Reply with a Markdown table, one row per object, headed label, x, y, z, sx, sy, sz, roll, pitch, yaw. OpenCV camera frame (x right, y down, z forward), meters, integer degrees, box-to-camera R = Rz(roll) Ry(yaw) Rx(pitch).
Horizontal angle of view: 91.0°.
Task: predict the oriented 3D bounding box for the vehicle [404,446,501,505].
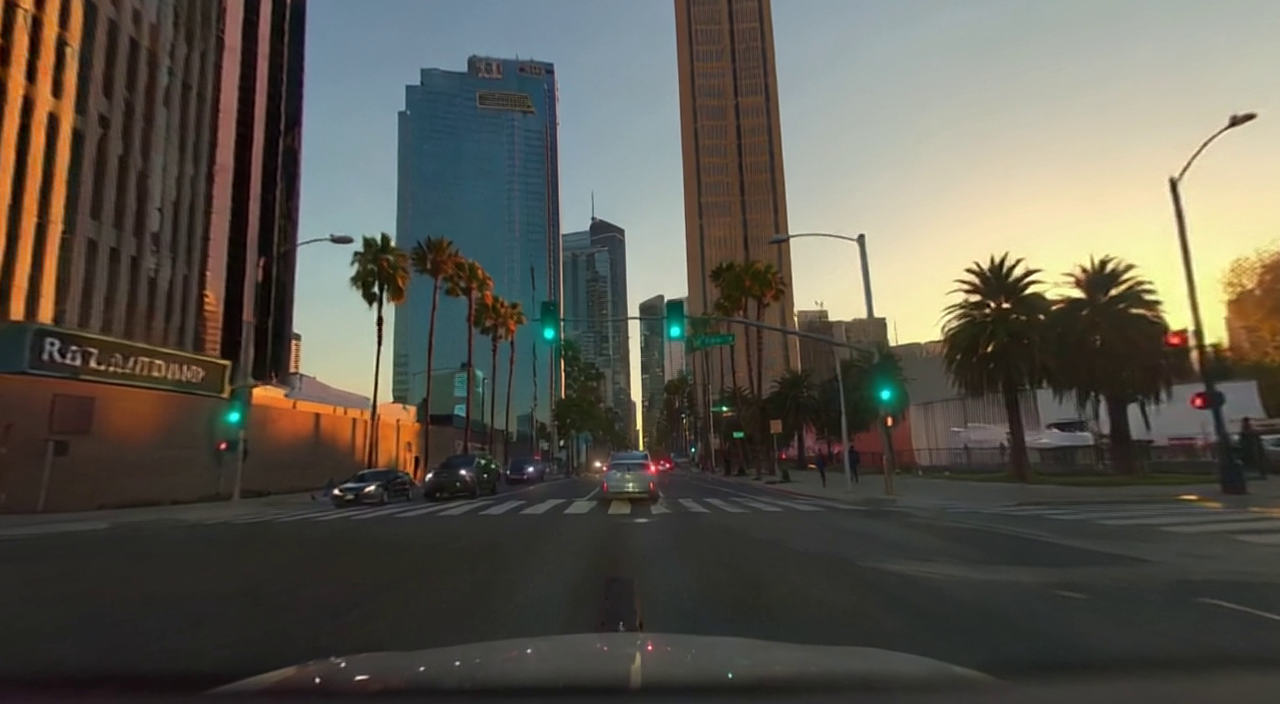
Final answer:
| label | x | y | z | sx | sy | sz | roll | pitch | yaw |
| --- | --- | --- | --- | --- | --- | --- | --- | --- | --- |
| vehicle | -6.690 | 4.421 | 23.087 | 2.070 | 1.893 | 4.738 | 0 | -9 | 0 |

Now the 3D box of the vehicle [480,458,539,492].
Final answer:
| label | x | y | z | sx | sy | sz | roll | pitch | yaw |
| --- | --- | --- | --- | --- | --- | --- | --- | --- | --- |
| vehicle | -6.461 | 6.128 | 31.682 | 1.951 | 1.476 | 4.452 | 0 | -9 | 0 |

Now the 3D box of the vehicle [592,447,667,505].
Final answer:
| label | x | y | z | sx | sy | sz | roll | pitch | yaw |
| --- | --- | --- | --- | --- | --- | --- | --- | --- | --- |
| vehicle | -0.327 | 3.875 | 20.078 | 2.145 | 1.632 | 3.972 | 0 | -9 | -1 |

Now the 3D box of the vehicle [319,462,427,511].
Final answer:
| label | x | y | z | sx | sy | sz | roll | pitch | yaw |
| --- | --- | --- | --- | --- | --- | --- | --- | --- | --- |
| vehicle | -9.654 | 4.870 | 23.208 | 1.977 | 1.475 | 4.491 | 0 | -9 | 0 |
